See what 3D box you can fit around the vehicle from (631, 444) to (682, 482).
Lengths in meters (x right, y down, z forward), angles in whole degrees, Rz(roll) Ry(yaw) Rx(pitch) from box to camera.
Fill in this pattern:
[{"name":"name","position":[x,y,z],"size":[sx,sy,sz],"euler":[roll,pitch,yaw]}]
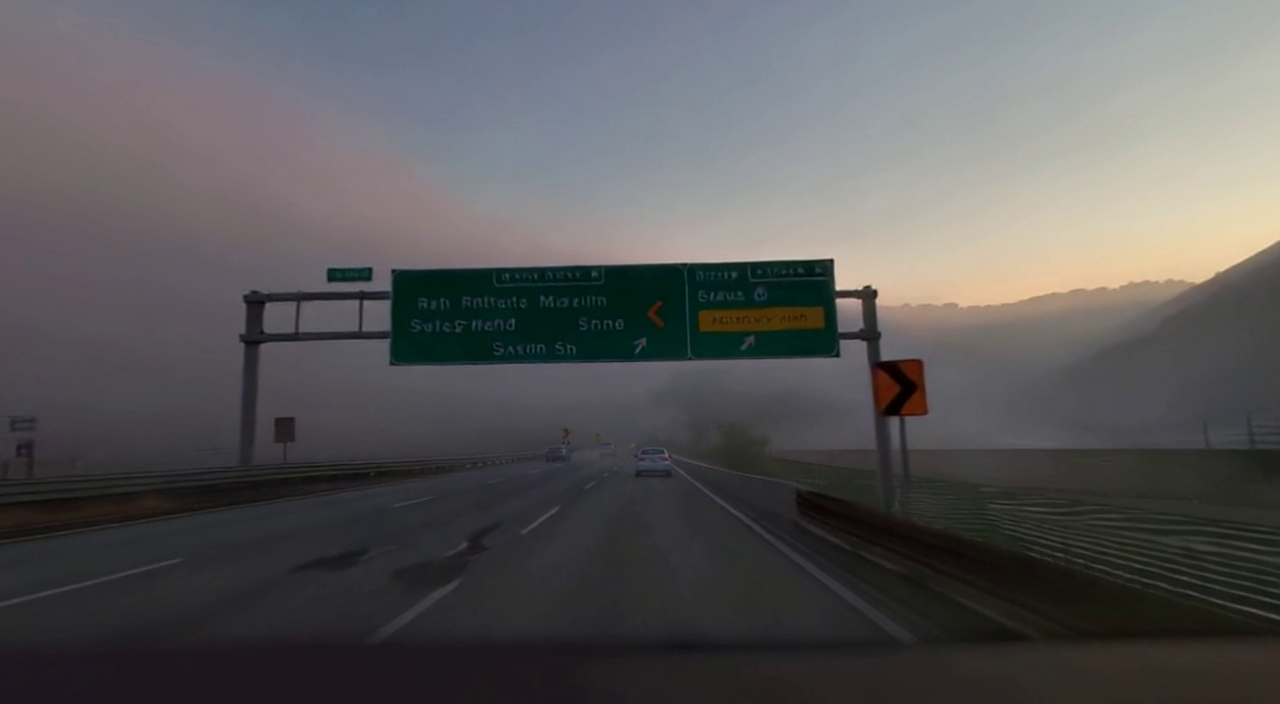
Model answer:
[{"name":"vehicle","position":[0.681,4.744,27.248],"size":[2.019,1.475,4.301],"euler":[-1,-9,0]}]
